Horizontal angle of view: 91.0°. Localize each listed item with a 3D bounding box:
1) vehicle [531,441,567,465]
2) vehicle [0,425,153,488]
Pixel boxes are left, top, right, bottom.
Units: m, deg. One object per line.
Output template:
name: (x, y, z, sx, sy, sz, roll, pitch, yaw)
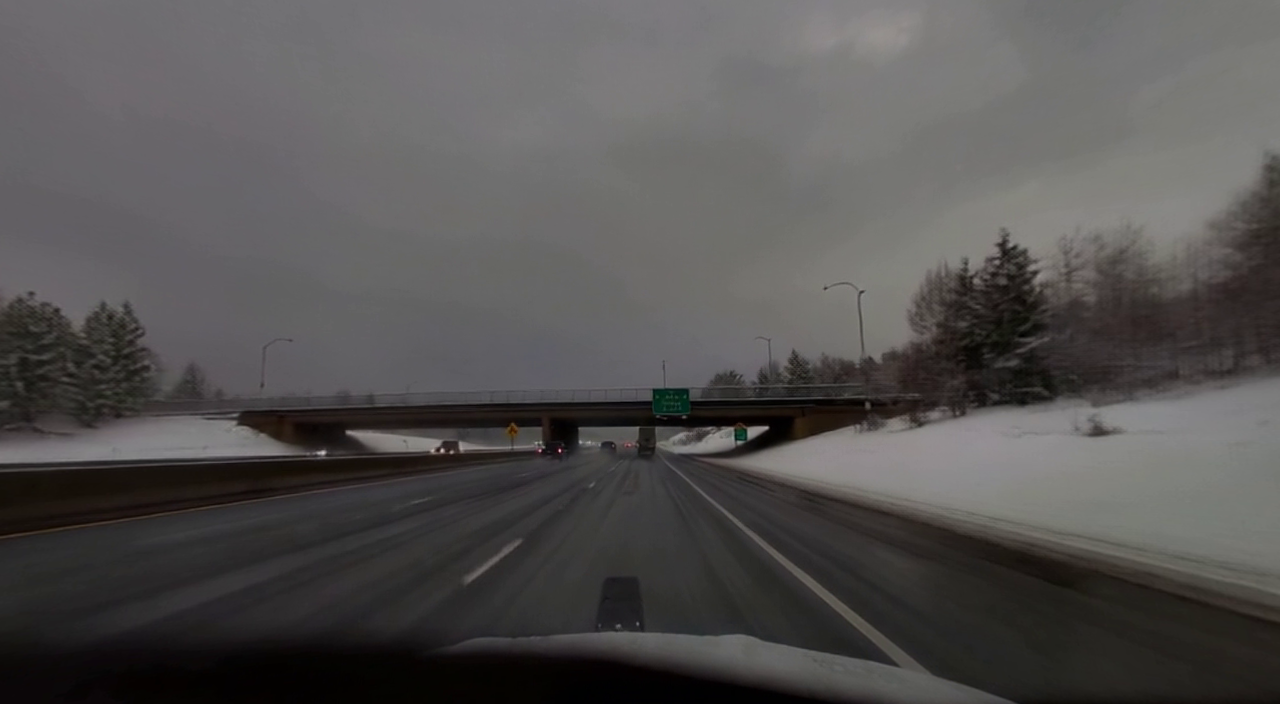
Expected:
vehicle: (-7.061, 7.889, 49.342, 2.070, 1.738, 4.733, 0, -9, 0)
vehicle: (-35.980, 6.250, 37.909, 2.813, 3.385, 13.135, 0, -9, 0)
